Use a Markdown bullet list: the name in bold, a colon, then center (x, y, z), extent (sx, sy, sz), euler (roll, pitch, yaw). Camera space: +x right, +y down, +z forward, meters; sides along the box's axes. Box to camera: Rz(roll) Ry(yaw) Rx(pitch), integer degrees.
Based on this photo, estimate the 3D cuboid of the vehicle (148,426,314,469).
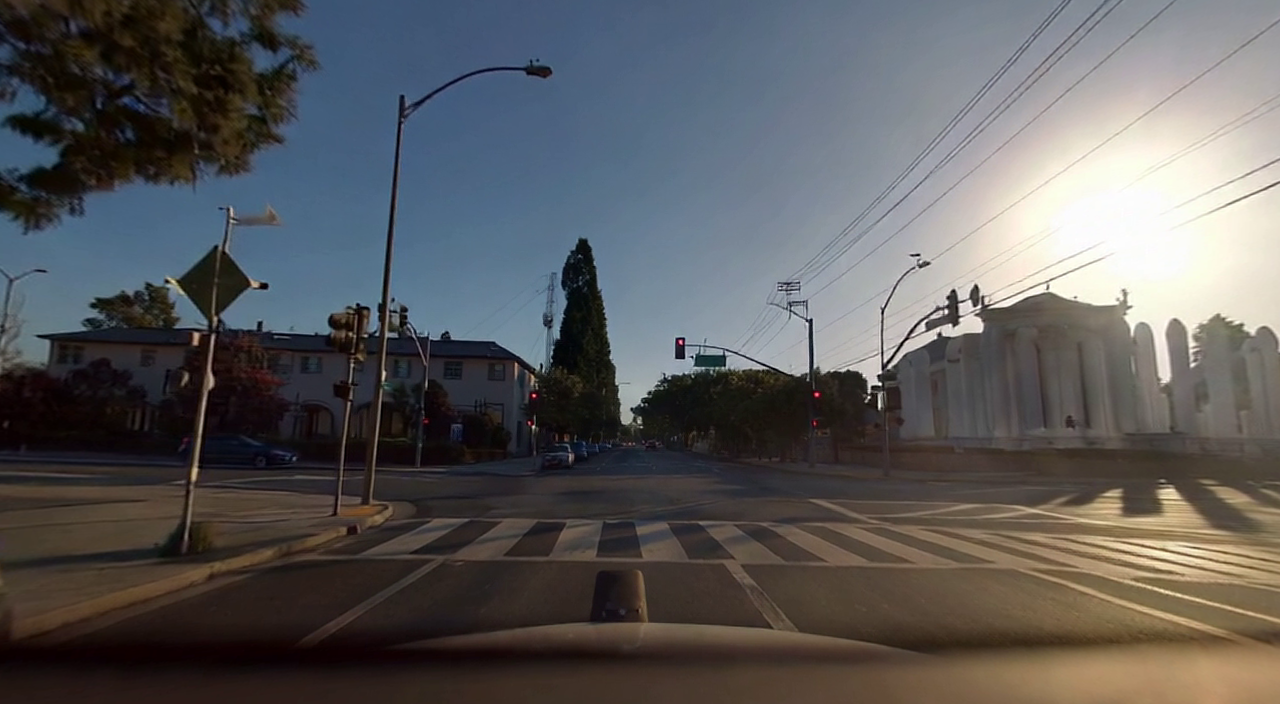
- **vehicle**: center (-14.932, 3.526, 23.284), extent (4.718, 1.497, 2.032), euler (0, -9, 2)
